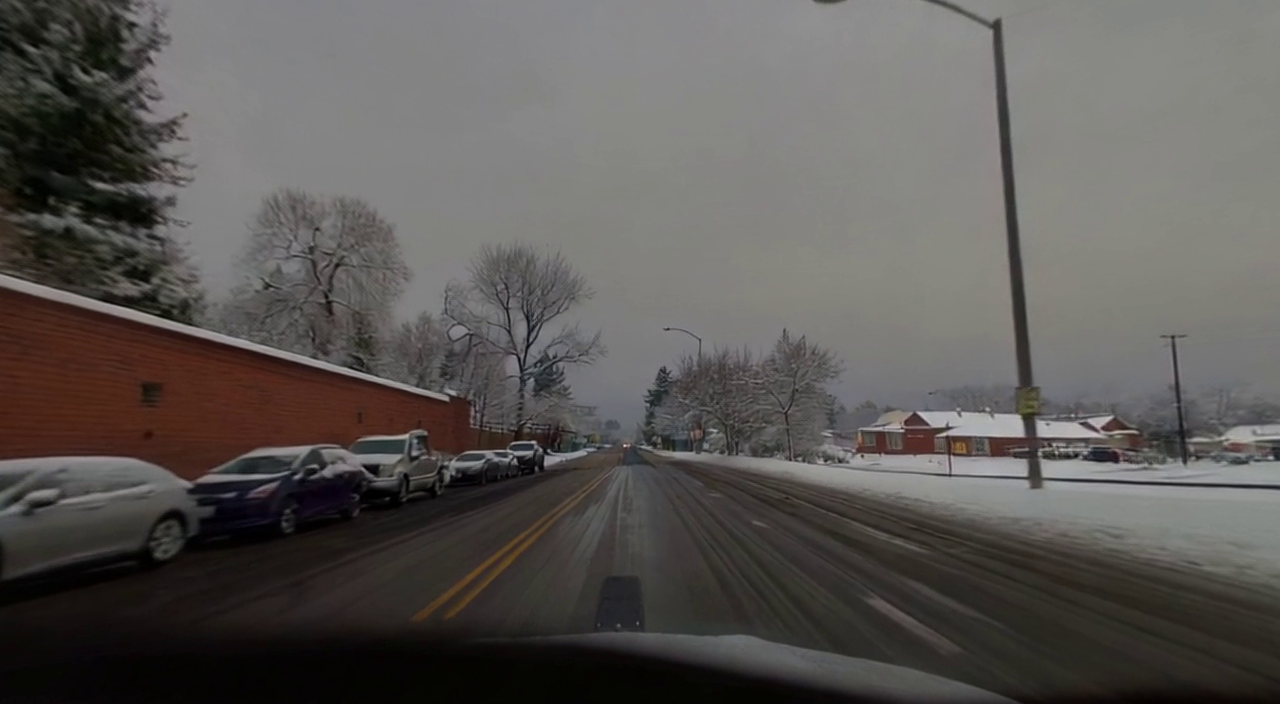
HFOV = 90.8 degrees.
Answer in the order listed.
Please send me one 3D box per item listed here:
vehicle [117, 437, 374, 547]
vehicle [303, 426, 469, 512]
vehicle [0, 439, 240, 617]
[{"bbox_3d":[-6.674,2.350,11.385,1.794,1.544,4.229,1,-8,1],"label":"vehicle"},{"bbox_3d":[-6.517,3.074,17.138,2.150,1.854,5.551,2,-9,0],"label":"vehicle"},{"bbox_3d":[-6.664,1.728,6.780,1.989,1.485,4.218,1,-7,-1],"label":"vehicle"}]
